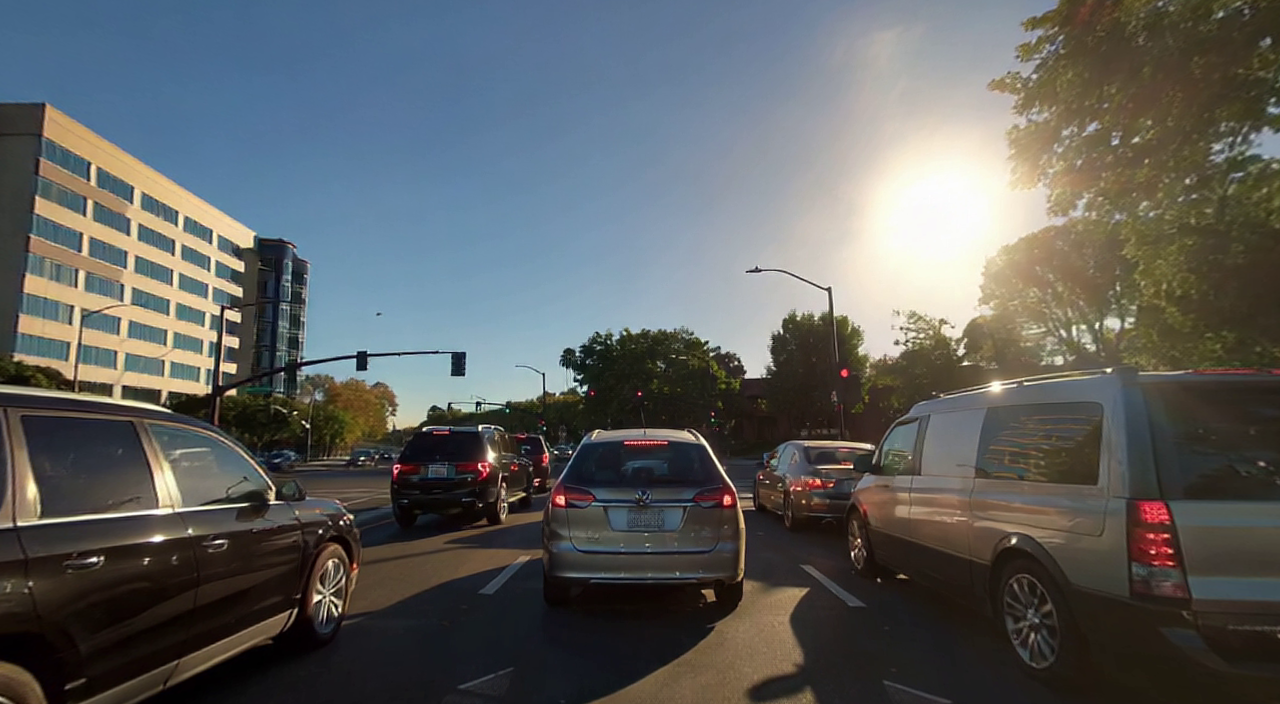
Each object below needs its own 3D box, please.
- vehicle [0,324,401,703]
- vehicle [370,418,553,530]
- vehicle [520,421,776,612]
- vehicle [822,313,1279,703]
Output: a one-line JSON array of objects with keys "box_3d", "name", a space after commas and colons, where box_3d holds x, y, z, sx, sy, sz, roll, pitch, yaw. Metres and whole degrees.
[{"box_3d": [-3.117, 0.954, 3.293, 1.982, 1.721, 4.261, 0, -8, 1], "name": "vehicle"}, {"box_3d": [-3.182, 2.300, 12.445, 2.117, 1.772, 4.619, 0, -8, 2], "name": "vehicle"}, {"box_3d": [0.025, 1.598, 7.034, 2.021, 1.490, 3.948, 0, -8, -1], "name": "vehicle"}, {"box_3d": [3.218, 1.100, 4.726, 2.141, 1.833, 4.704, 0, -8, -2], "name": "vehicle"}]
